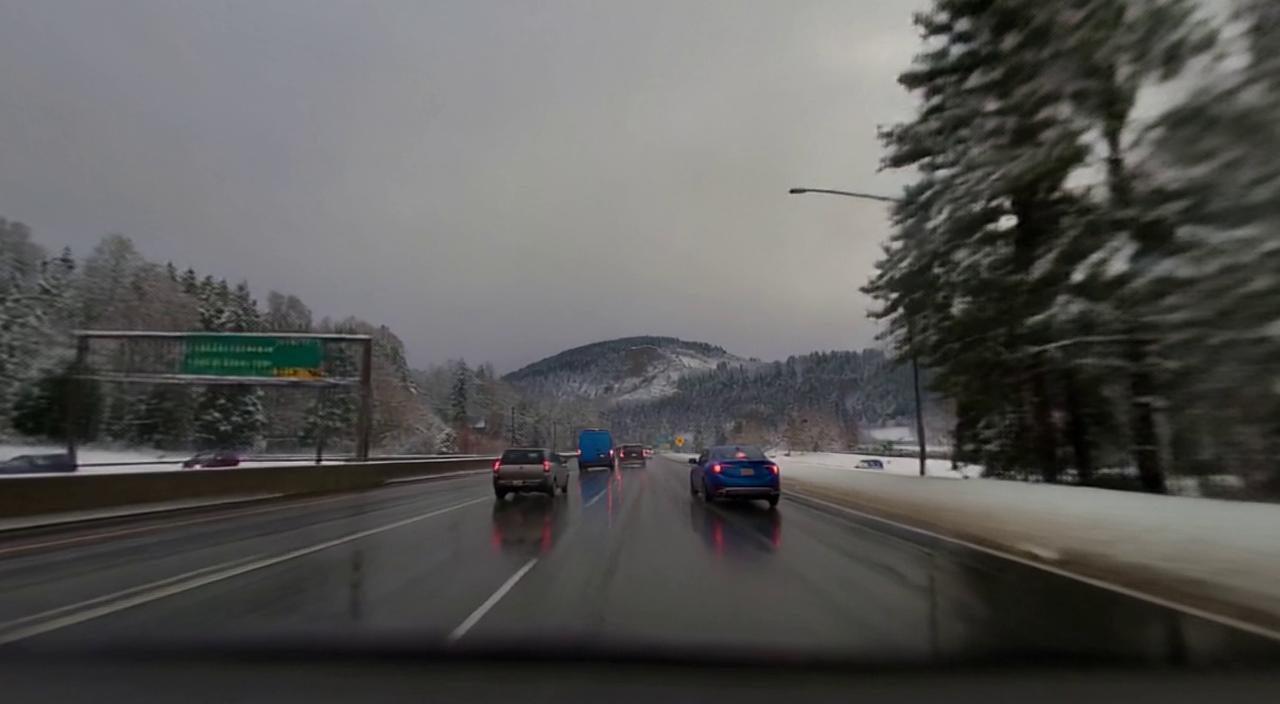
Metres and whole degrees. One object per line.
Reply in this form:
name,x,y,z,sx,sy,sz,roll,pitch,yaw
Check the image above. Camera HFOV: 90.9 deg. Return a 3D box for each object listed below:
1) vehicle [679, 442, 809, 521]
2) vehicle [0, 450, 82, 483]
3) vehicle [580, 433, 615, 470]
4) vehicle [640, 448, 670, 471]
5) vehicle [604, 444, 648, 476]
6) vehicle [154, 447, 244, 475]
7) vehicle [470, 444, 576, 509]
vehicle,2.131,2.808,14.321,2.050,1.491,4.362,0,-8,-2
vehicle,-34.379,6.321,34.935,1.974,1.677,5.416,0,-9,1
vehicle,-3.271,7.820,49.536,2.396,2.664,5.735,0,-9,0
vehicle,1.065,7.745,45.594,2.054,1.504,3.890,0,-8,0
vehicle,-0.856,6.121,36.002,2.270,1.660,4.101,0,-9,-4
vehicle,-33.880,8.366,48.779,2.295,2.002,6.355,0,-9,0
vehicle,-2.952,3.242,16.935,1.990,1.501,4.250,0,-8,1
